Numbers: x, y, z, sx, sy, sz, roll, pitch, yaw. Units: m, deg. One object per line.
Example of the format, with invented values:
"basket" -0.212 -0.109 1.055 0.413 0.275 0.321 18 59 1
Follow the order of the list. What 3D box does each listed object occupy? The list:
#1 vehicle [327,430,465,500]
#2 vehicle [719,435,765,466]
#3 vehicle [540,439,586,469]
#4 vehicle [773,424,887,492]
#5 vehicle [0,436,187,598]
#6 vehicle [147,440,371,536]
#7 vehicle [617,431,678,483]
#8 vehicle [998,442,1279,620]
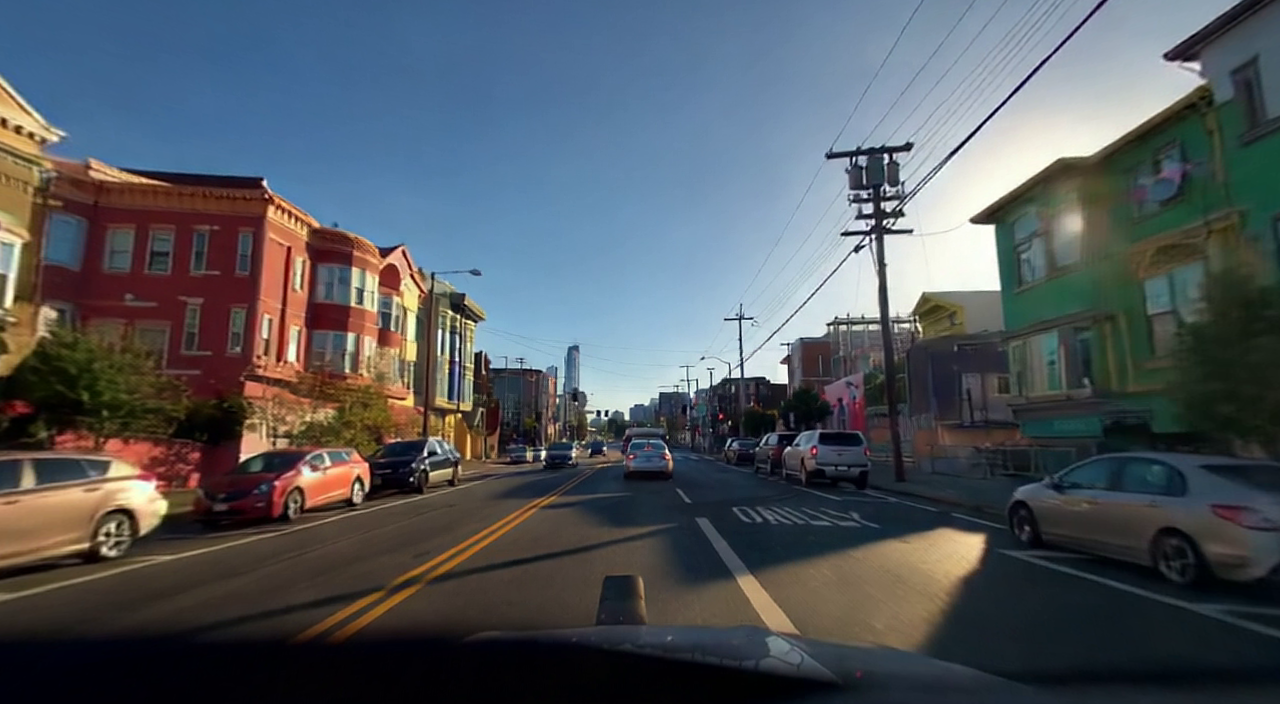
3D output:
"vehicle" -7.254 3.377 19.523 2.095 1.847 5.290 0 -8 1
"vehicle" 6.753 6.611 42.392 2.197 1.917 5.637 0 -8 1
"vehicle" -4.160 5.568 34.663 1.944 1.515 4.428 0 -8 0
"vehicle" 6.445 3.691 22.370 2.203 2.052 5.975 0 -8 0
"vehicle" -7.294 1.658 6.362 1.884 1.582 4.837 0 -7 0
"vehicle" -7.264 2.564 12.701 1.928 1.552 4.234 0 -8 -1
"vehicle" 0.288 3.665 22.233 1.980 1.635 3.795 0 -8 1
"vehicle" 6.557 1.908 7.746 1.842 1.561 4.084 0 -8 -1
